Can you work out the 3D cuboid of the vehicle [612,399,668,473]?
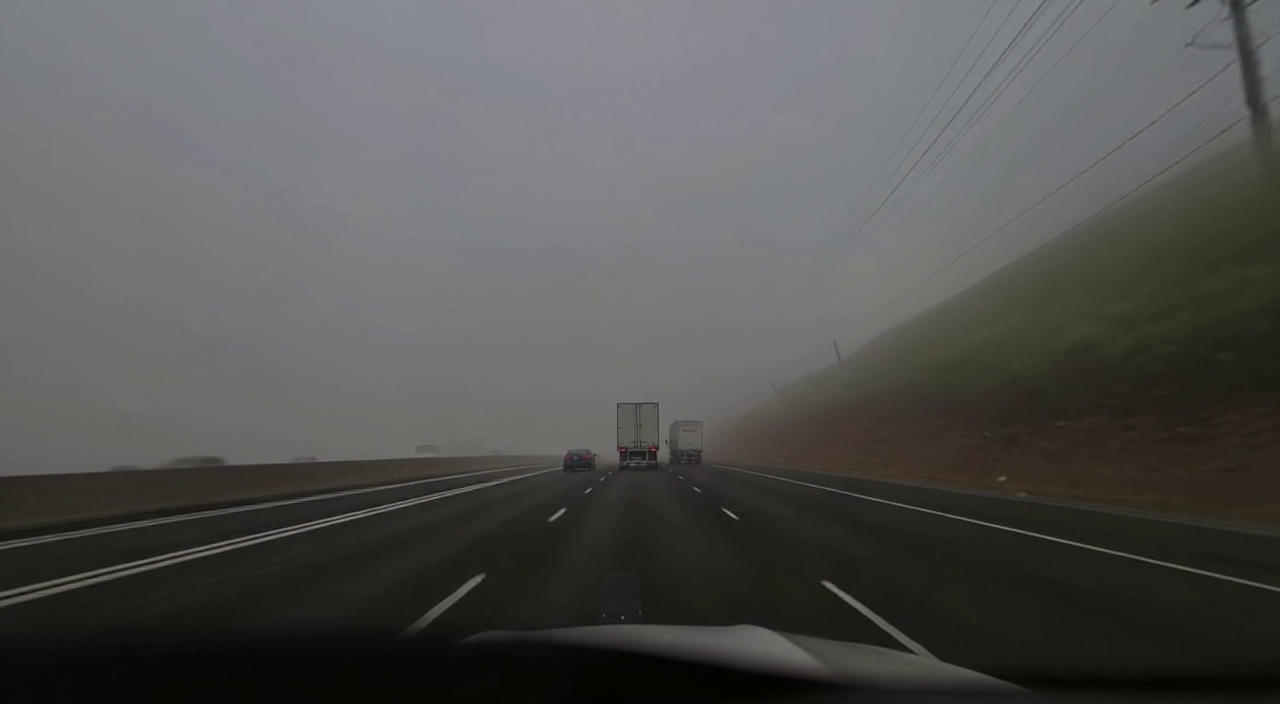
[{"bbox_3d":[0.029,5.394,39.894,2.985,4.025,10.982,0,-9,0],"label":"vehicle"}]

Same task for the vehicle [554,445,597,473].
[{"bbox_3d":[-3.806,6.392,37.968,2.128,1.533,4.694,0,-9,0],"label":"vehicle"}]
